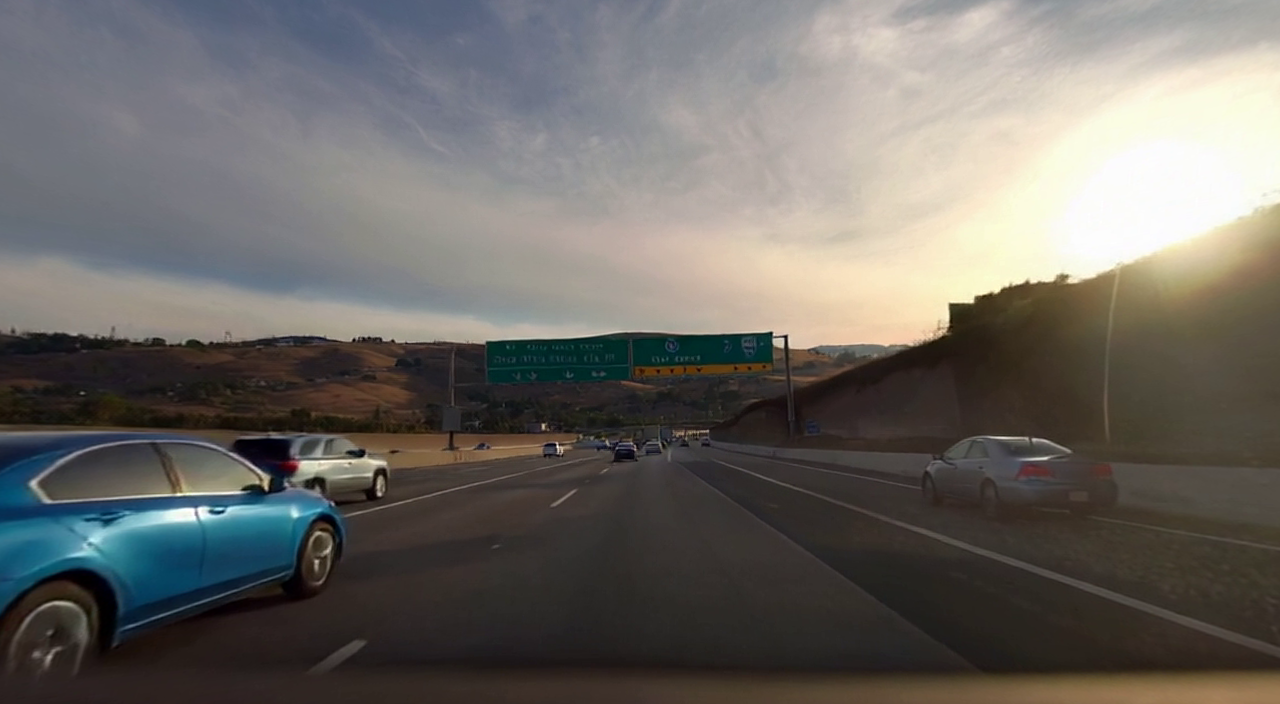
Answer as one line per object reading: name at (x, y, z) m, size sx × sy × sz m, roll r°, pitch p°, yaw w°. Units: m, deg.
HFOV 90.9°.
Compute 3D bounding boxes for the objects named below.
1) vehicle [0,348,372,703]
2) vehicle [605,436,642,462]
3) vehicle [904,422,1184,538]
vehicle at (-3.964, 1.028, 3.981) m, size 2.210 × 1.730 × 5.133 m, roll -1°, pitch -8°, yaw 1°
vehicle at (-1.148, 7.273, 47.476) m, size 2.172 × 1.824 × 5.031 m, roll -1°, pitch -8°, yaw 6°
vehicle at (6.776, 2.175, 11.397) m, size 2.122 × 1.646 × 4.491 m, roll -1°, pitch -8°, yaw 1°
